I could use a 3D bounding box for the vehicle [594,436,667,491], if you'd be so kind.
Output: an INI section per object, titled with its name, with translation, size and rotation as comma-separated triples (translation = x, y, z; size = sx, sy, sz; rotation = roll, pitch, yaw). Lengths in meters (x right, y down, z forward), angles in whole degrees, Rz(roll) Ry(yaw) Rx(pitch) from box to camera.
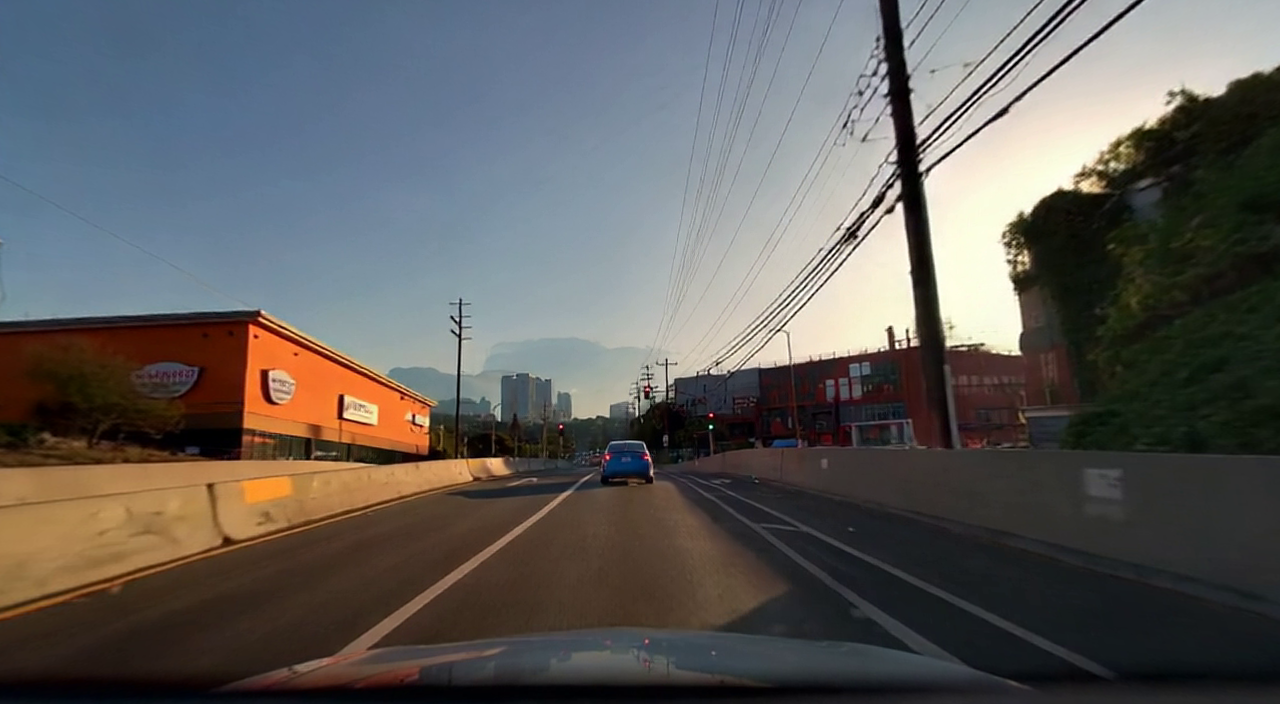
[vehicle]
translation = -0.349, 3.475, 20.121
size = 2.123, 1.566, 3.662
rotation = 0, -8, -2
